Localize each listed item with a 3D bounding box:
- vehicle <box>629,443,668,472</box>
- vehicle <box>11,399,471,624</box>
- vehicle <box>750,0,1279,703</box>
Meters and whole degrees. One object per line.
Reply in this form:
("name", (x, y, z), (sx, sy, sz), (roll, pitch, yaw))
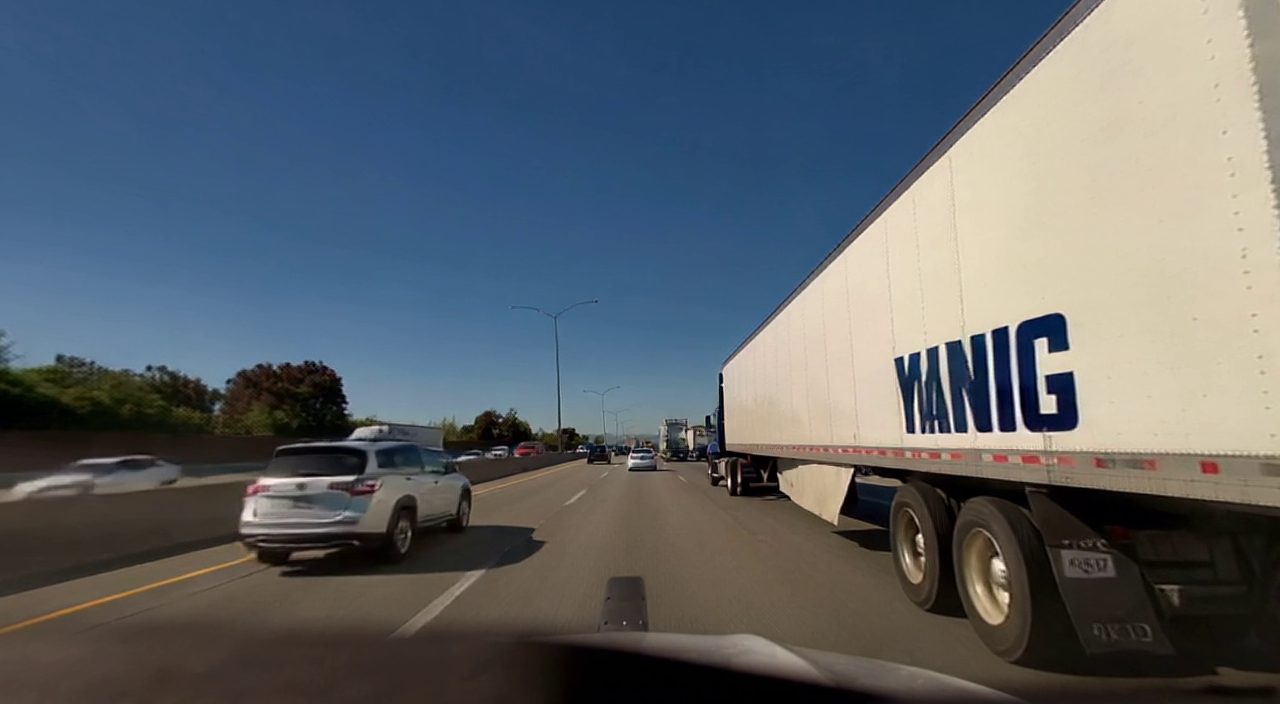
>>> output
("vehicle", (0.439, 5.867, 35.256), (2.063, 1.469, 4.208), (0, -9, 0))
("vehicle", (-3.770, 1.610, 7.433), (2.091, 1.722, 4.974), (0, -9, 1))
("vehicle", (3.881, 0.383, 7.792), (2.821, 4.077, 12.562), (0, -9, 0))
